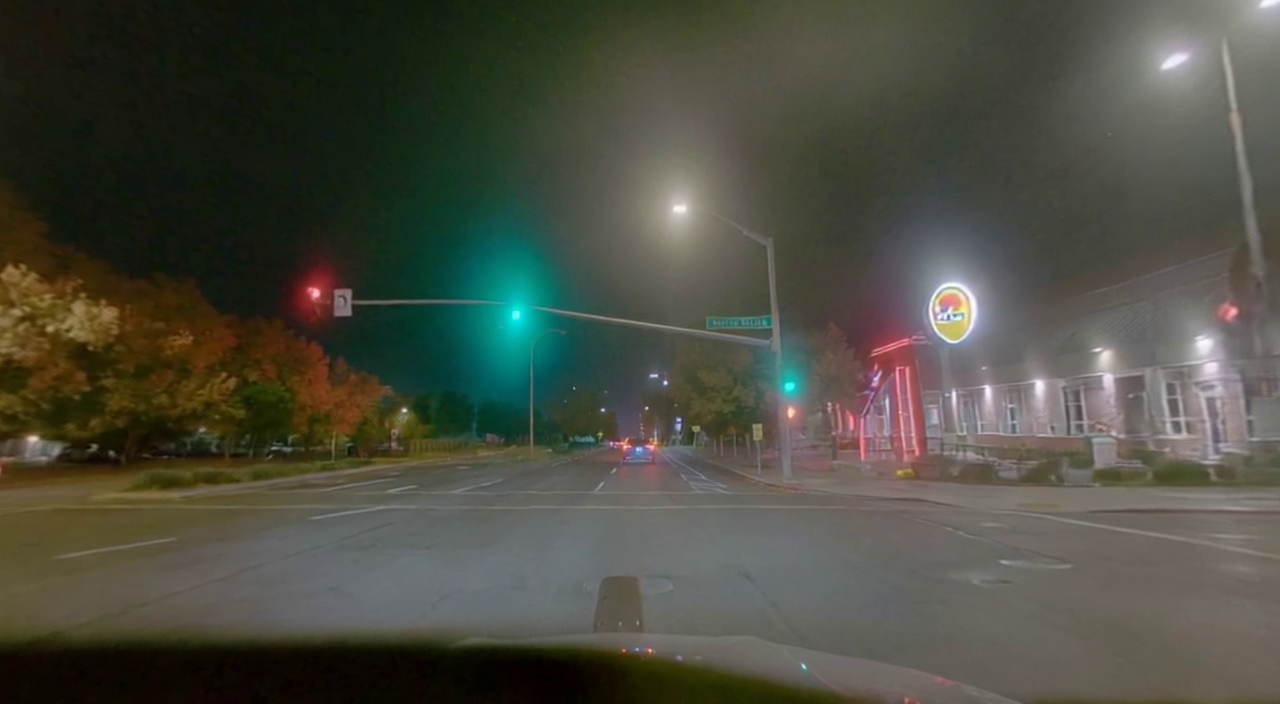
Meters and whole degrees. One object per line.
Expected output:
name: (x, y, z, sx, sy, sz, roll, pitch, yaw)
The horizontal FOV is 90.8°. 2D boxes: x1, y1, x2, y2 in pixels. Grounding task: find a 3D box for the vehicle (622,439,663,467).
vehicle: (0.142, 5.576, 35.212, 2.115, 1.461, 3.976, 0, -8, 1)
